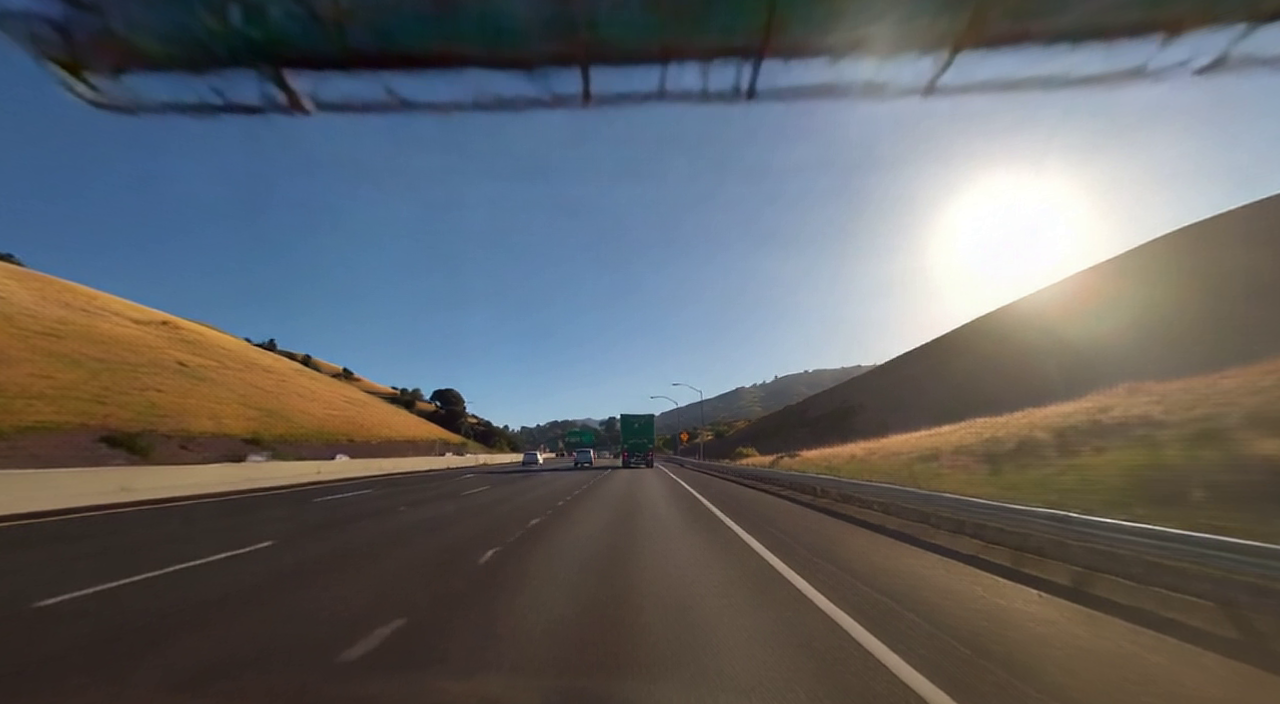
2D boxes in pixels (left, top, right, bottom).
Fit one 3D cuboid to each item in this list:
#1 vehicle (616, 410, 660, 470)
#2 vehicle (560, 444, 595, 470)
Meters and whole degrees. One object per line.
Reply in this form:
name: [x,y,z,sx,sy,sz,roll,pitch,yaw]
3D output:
vehicle: [-0.076,6.947,49.245,3.039,4.131,11.822,0,-9,0]
vehicle: [-4.295,7.332,44.198,2.053,1.746,4.508,0,-9,-1]
